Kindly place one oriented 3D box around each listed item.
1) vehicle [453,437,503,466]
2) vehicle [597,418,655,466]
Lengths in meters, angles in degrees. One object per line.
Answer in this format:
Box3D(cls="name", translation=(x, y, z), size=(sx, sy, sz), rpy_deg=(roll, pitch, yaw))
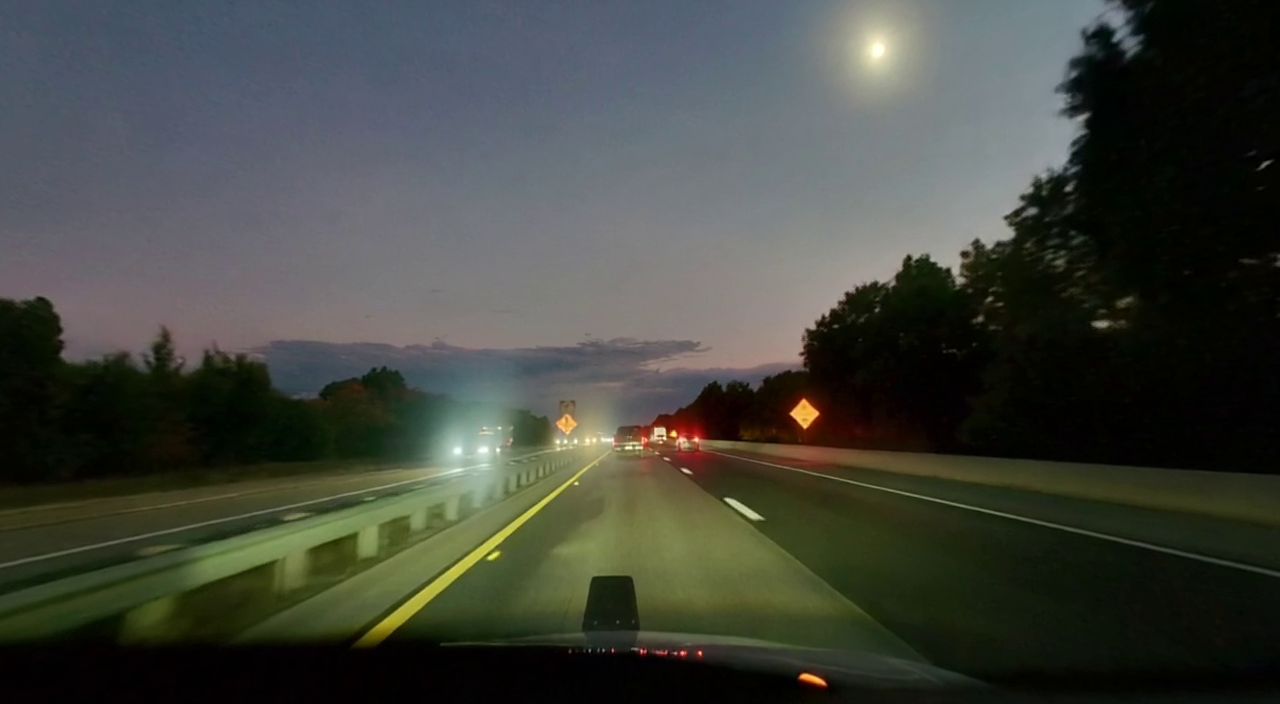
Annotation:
Box3D(cls="vehicle", translation=(-9.512, 5.861, 37.353), size=(1.903, 1.591, 4.430), rpy_deg=(0, -8, -1))
Box3D(cls="vehicle", translation=(-0.658, 4.243, 29.823), size=(2.503, 2.044, 4.633), rpy_deg=(0, -8, -1))
